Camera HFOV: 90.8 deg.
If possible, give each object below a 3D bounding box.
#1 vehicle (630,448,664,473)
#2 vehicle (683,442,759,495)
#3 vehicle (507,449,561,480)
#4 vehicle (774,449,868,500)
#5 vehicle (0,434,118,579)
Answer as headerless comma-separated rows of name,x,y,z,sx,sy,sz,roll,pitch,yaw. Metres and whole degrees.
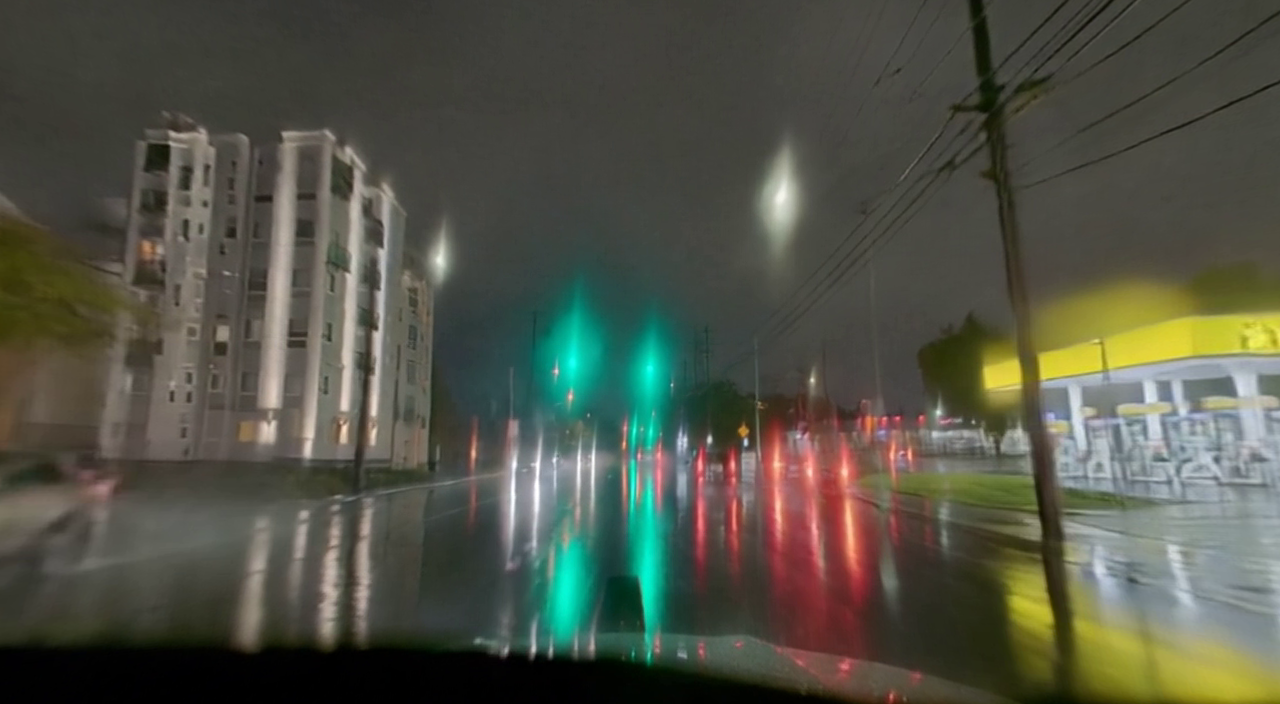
vehicle,0.440,6.671,39.077,1.999,1.487,3.939,0,-8,1
vehicle,2.693,3.986,22.014,1.945,1.647,4.160,0,-8,-2
vehicle,-5.545,5.947,33.610,2.033,1.495,4.216,-1,-8,2
vehicle,6.015,4.102,21.593,1.914,1.513,4.474,0,-8,1
vehicle,-9.038,1.858,7.362,2.000,1.796,4.529,0,-8,0
